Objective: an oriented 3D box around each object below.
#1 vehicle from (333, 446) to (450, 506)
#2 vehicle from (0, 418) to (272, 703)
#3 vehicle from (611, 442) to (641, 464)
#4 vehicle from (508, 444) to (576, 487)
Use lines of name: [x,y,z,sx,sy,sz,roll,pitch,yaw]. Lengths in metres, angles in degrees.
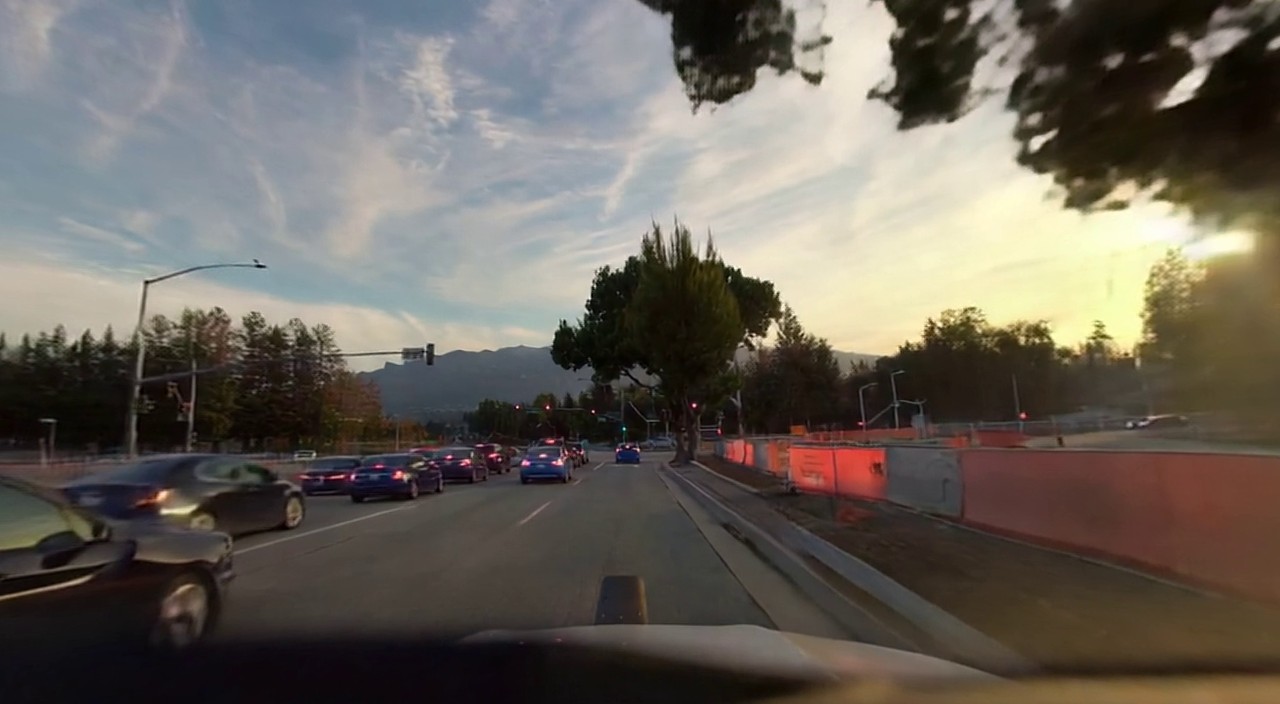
vehicle: [-7.364,3.680,19.231,1.900,1.507,4.285,-3,-9,-1]
vehicle: [-3.864,1.035,2.512,2.026,1.497,4.577,-2,-9,1]
vehicle: [-1.026,7.566,47.335,2.183,1.506,4.286,0,-9,-1]
vehicle: [-3.660,4.315,24.352,2.042,1.441,4.172,-1,-9,-1]
